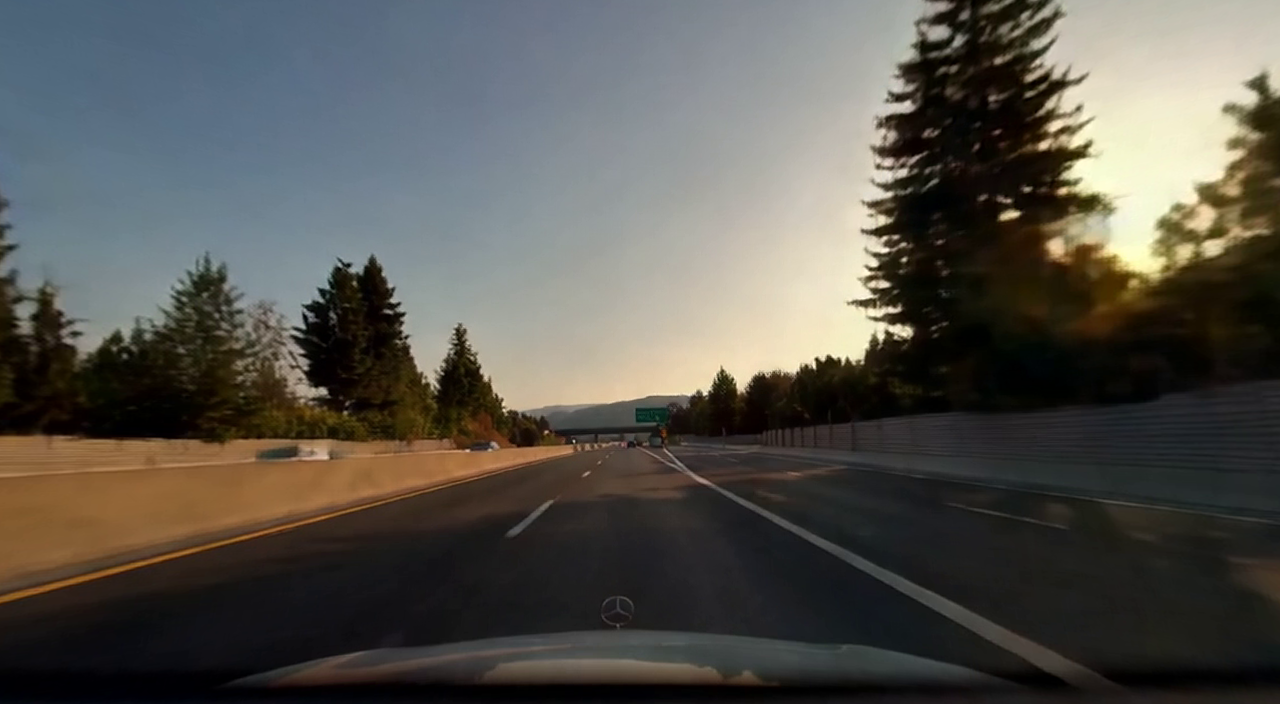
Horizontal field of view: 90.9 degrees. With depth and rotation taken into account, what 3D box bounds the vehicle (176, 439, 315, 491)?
[{"bbox_3d":[-12.791,3.651,20.807,1.954,1.492,4.196,0,-8,-1],"label":"vehicle"}]
